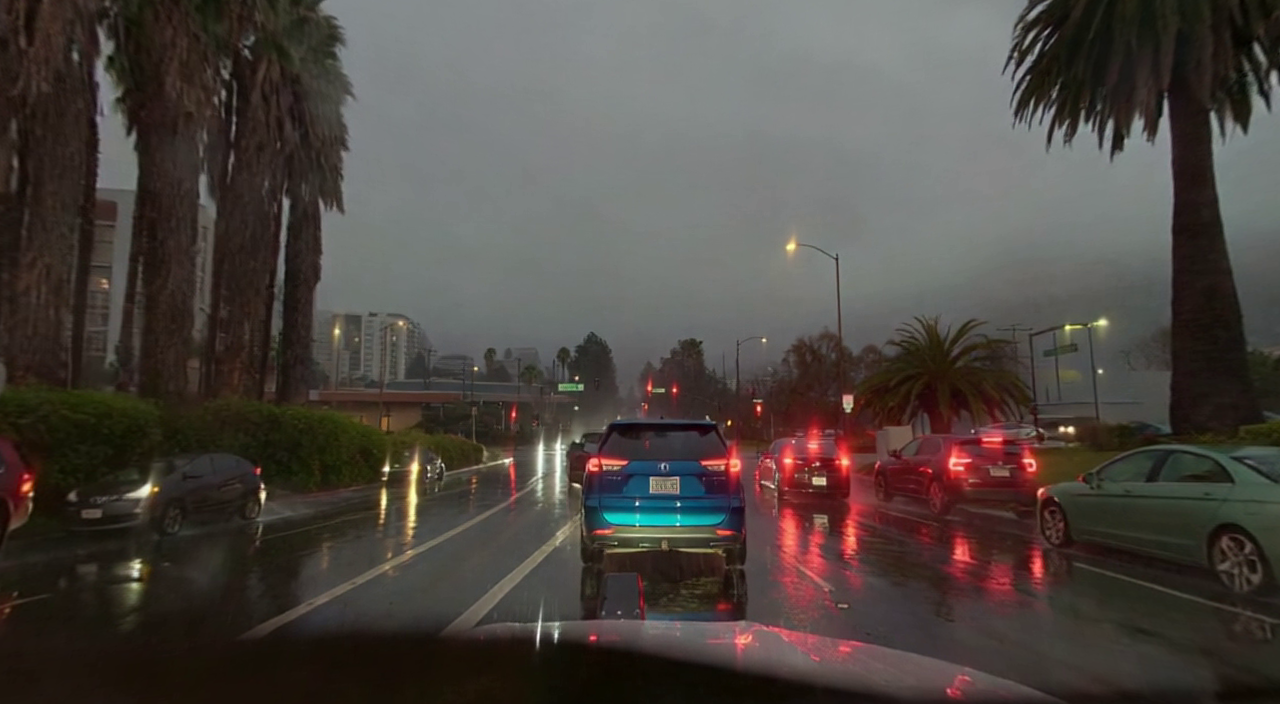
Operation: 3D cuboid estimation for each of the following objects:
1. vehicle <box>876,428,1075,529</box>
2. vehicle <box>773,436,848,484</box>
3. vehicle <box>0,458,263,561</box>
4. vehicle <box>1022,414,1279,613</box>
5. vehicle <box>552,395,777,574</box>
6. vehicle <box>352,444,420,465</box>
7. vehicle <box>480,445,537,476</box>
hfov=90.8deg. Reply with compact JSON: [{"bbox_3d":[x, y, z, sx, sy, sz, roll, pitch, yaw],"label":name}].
[{"bbox_3d":[6.666,2.531,13.244,1.930,1.736,4.329,-1,-8,3],"label":"vehicle"},{"bbox_3d":[6.584,4.210,24.901,1.948,1.729,4.023,-1,-8,2],"label":"vehicle"},{"bbox_3d":[-9.579,2.809,11.958,2.054,1.467,4.595,-3,-9,0],"label":"vehicle"},{"bbox_3d":[6.439,1.597,6.915,1.935,1.672,4.139,0,-8,1],"label":"vehicle"},{"bbox_3d":[0.260,1.659,8.603,2.264,1.798,4.258,0,-8,1],"label":"vehicle"},{"bbox_3d":[-18.716,7.521,46.641,1.759,1.457,4.297,-7,-11,37],"label":"vehicle"},{"bbox_3d":[-6.730,5.589,32.834,1.928,1.475,4.645,0,-8,1],"label":"vehicle"}]
